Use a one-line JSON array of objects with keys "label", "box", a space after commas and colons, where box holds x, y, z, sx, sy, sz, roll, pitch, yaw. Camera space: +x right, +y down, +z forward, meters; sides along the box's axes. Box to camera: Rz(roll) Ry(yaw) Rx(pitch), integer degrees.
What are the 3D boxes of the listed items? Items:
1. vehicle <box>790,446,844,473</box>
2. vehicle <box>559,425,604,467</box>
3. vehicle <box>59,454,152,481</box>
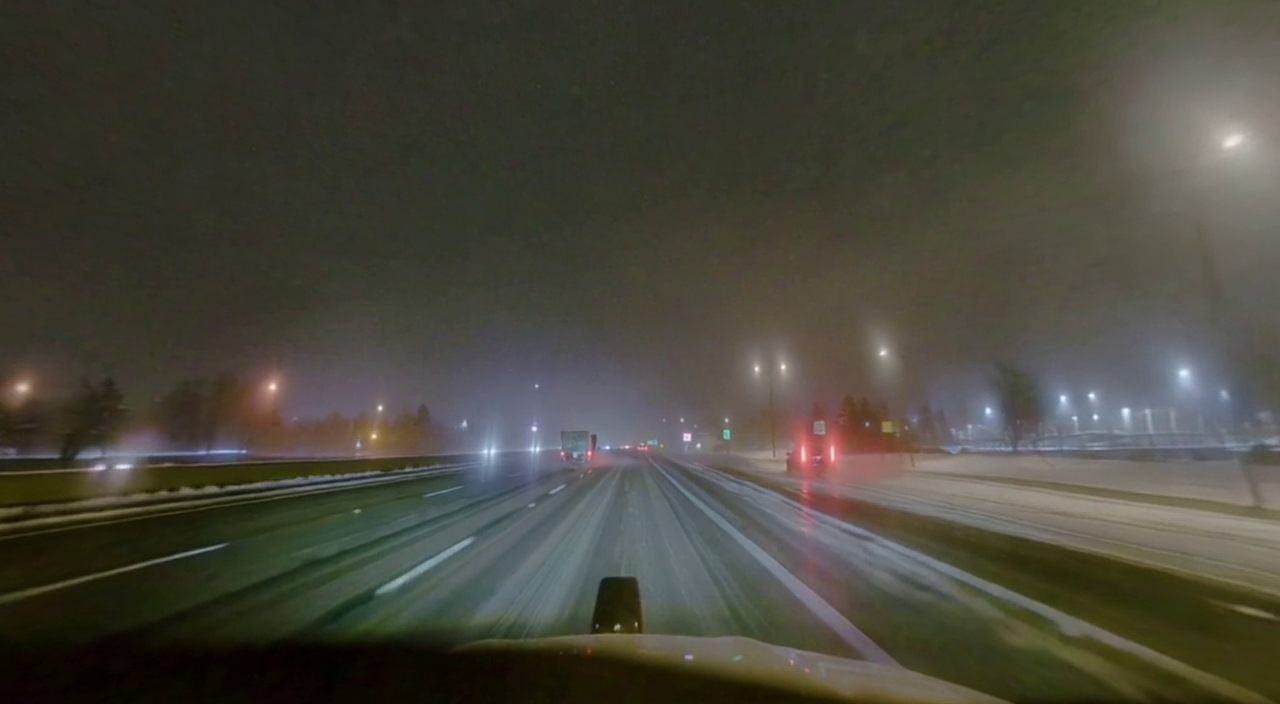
[{"label": "vehicle", "box": [10.524, 6.432, 37.928, 2.035, 1.491, 4.246, 0, -9, 1]}, {"label": "vehicle", "box": [-4.323, 7.138, 48.054, 2.881, 2.937, 7.045, 0, -9, -2]}, {"label": "vehicle", "box": [-33.725, 7.278, 40.048, 1.853, 1.523, 4.619, 0, -9, 0]}]
